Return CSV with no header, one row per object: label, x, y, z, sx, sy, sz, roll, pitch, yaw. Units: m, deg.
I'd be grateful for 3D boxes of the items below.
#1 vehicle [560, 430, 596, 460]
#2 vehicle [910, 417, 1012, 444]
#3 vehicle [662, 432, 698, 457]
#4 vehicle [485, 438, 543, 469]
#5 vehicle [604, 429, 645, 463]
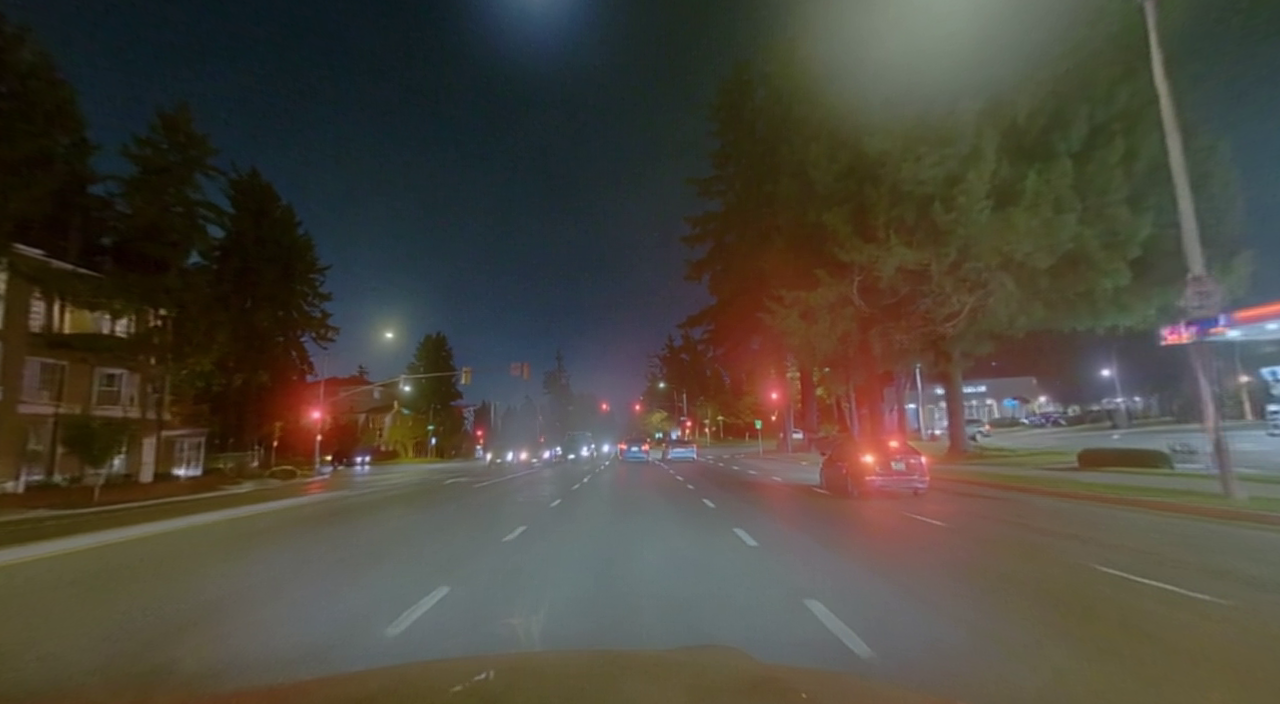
vehicle,-4.007,6.128,41.444,2.139,1.851,3.970,0,-8,-2
vehicle,17.999,4.462,35.444,4.660,1.462,2.034,0,-8,0
vehicle,2.738,6.486,44.061,2.103,1.647,4.318,0,-8,-2
vehicle,-6.343,5.159,32.253,2.033,1.442,4.668,0,-8,-1
vehicle,-0.779,5.143,34.609,2.146,1.742,4.095,0,-8,0
